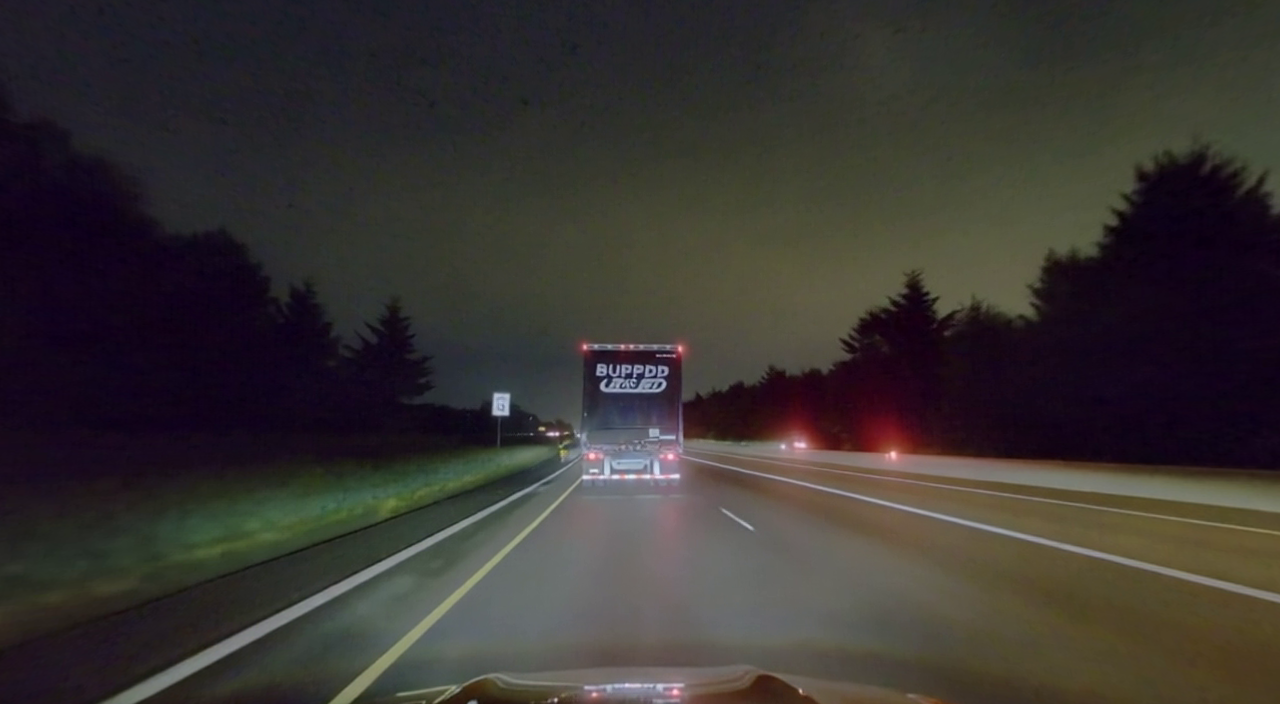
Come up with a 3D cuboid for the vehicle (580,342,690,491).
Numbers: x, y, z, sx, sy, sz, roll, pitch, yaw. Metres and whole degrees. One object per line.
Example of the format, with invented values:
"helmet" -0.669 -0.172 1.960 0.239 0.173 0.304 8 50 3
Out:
"vehicle" -0.325 2.258 20.947 2.870 3.911 8.697 0 -8 -3
